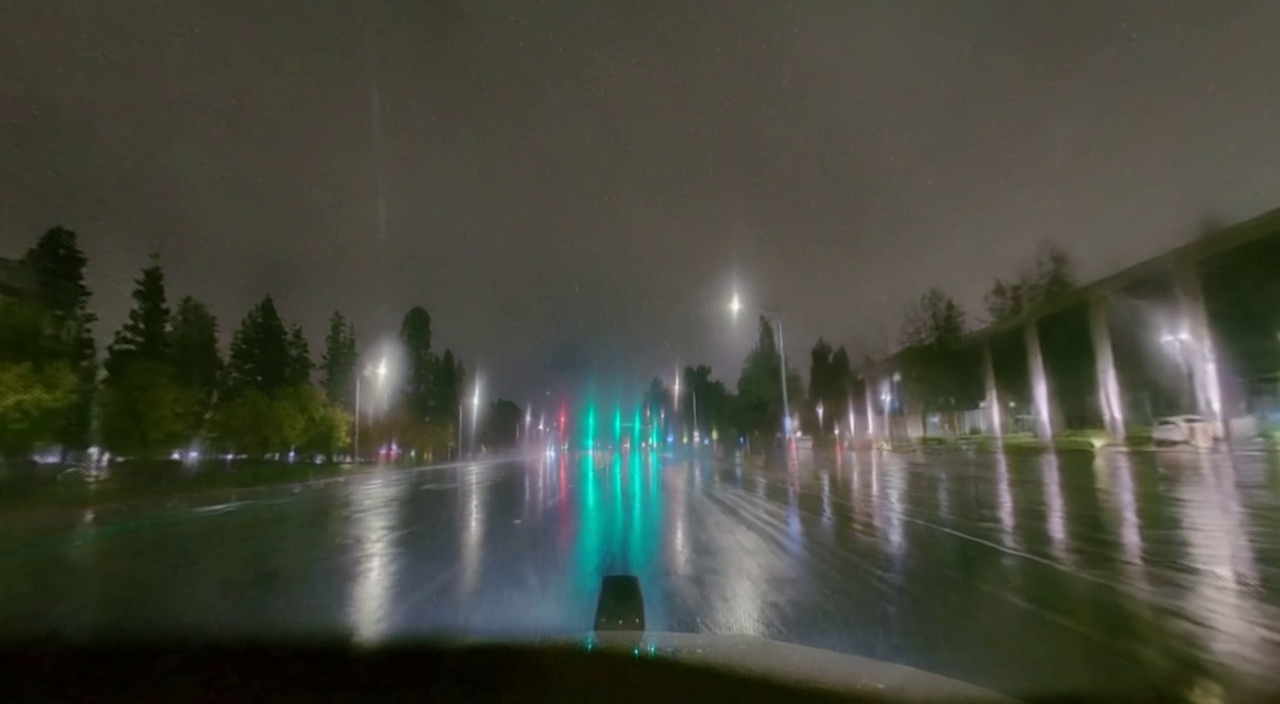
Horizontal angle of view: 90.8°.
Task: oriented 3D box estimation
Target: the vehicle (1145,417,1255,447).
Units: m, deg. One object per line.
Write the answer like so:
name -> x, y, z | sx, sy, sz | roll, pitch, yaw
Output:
vehicle -> 32.679, 4.708, 36.951 | 4.531, 1.672, 1.895 | 0, -9, 0
